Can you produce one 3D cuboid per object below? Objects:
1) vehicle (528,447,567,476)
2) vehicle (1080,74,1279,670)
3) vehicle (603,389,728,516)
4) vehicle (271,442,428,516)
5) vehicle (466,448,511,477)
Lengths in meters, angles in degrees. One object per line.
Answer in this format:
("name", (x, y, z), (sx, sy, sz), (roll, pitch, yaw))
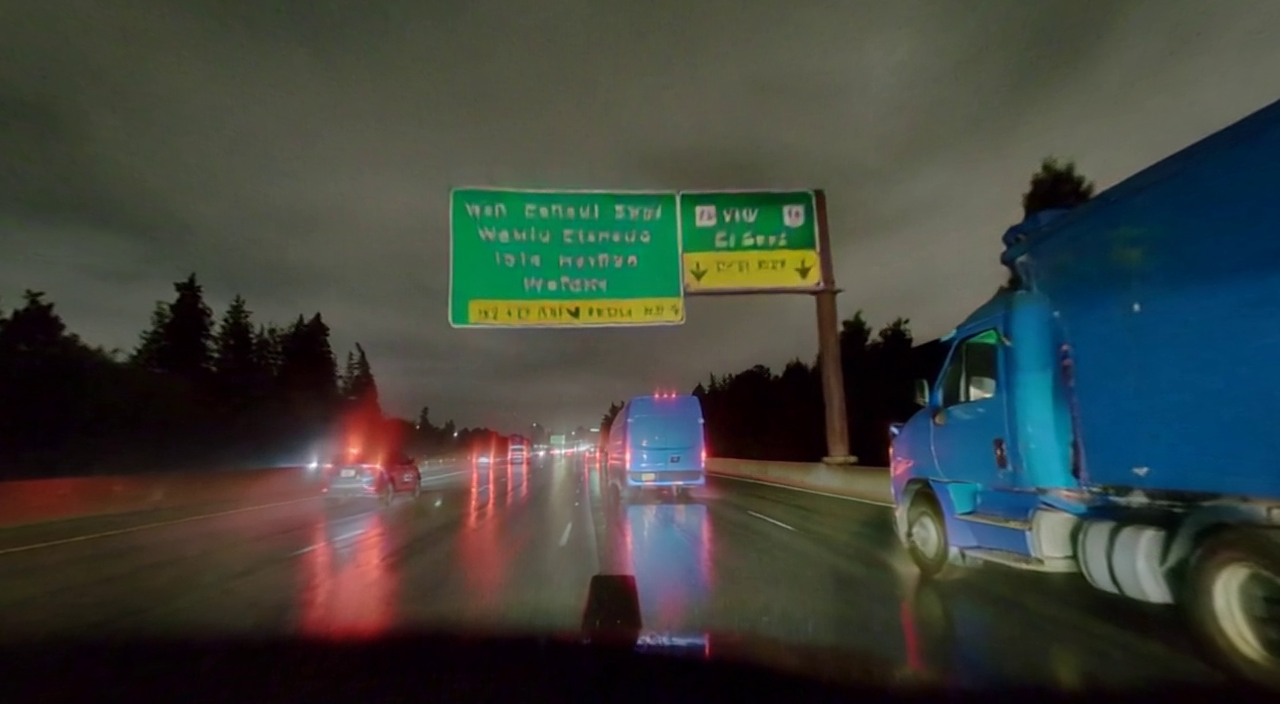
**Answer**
("vehicle", (-5.179, 6.175, 35.566), (2.002, 1.536, 4.021), (1, -9, -6))
("vehicle", (5.454, -0.387, 0.553), (2.800, 3.507, 9.244), (0, -9, -4))
("vehicle", (0.365, 2.420, 15.307), (2.268, 2.551, 5.144), (1, -9, -6))
("vehicle", (-6.776, 2.976, 15.248), (2.003, 1.498, 4.386), (0, -9, -5))
("vehicle", (-8.411, 6.160, 35.145), (2.026, 1.506, 4.102), (1, -9, -7))
